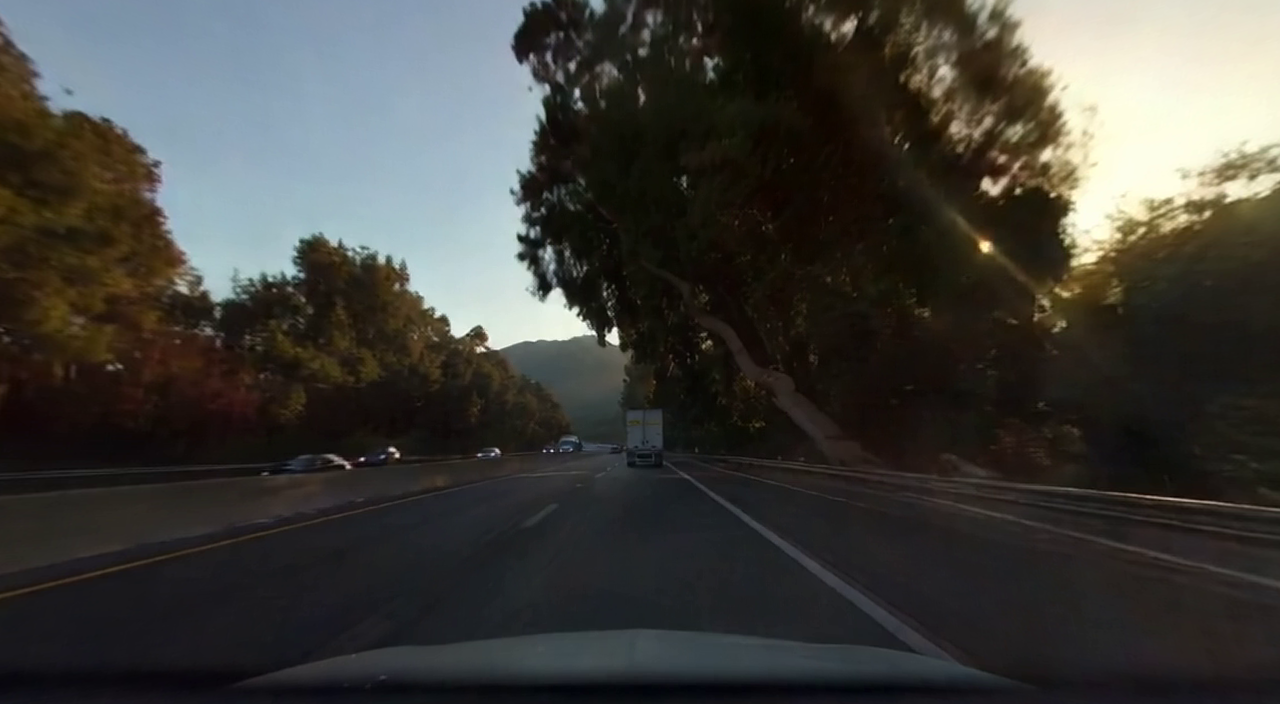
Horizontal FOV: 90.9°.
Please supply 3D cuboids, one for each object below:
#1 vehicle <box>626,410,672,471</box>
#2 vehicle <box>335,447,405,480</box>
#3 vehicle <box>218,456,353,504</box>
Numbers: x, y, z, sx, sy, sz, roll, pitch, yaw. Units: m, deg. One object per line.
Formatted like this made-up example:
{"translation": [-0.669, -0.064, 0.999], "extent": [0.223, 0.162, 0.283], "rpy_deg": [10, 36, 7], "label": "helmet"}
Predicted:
{"translation": [0.659, 6.659, 46.843], "extent": [3.024, 3.965, 10.399], "rpy_deg": [0, -9, 1], "label": "vehicle"}
{"translation": [-16.516, 6.848, 38.880], "extent": [2.068, 1.900, 4.792], "rpy_deg": [0, -9, 1], "label": "vehicle"}
{"translation": [-12.049, 4.346, 21.826], "extent": [2.078, 1.410, 4.399], "rpy_deg": [0, -9, 0], "label": "vehicle"}
